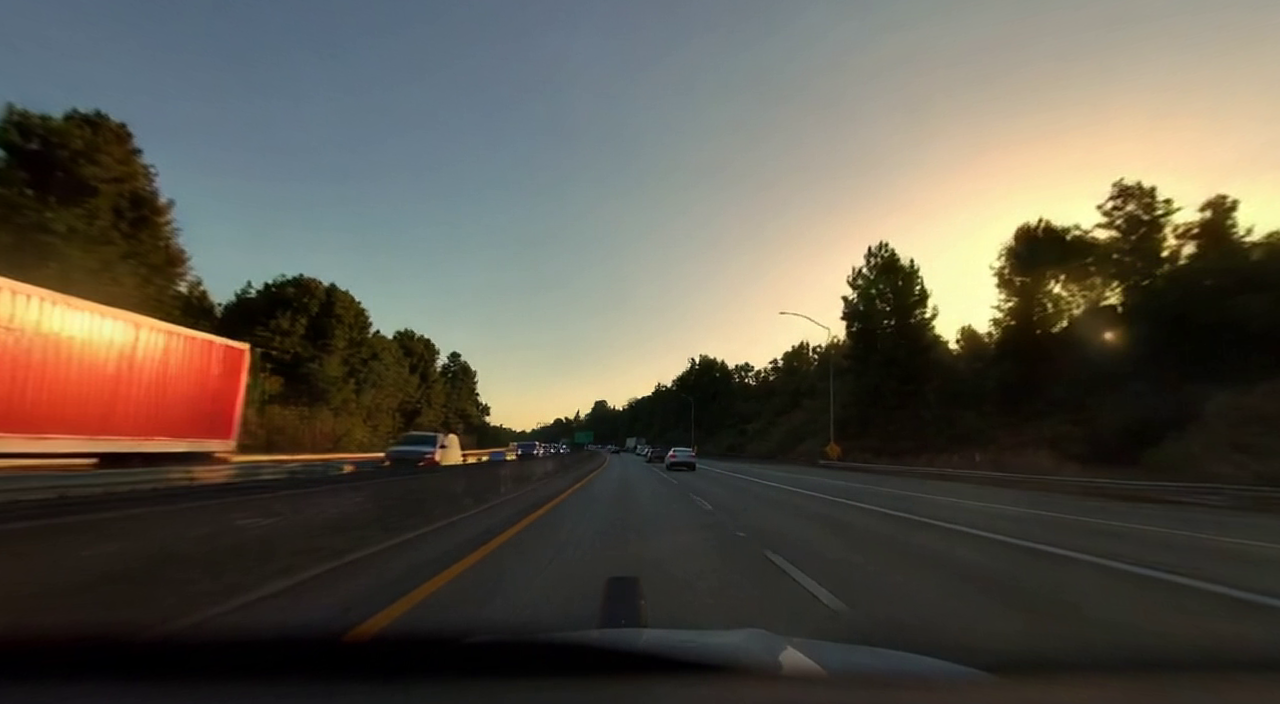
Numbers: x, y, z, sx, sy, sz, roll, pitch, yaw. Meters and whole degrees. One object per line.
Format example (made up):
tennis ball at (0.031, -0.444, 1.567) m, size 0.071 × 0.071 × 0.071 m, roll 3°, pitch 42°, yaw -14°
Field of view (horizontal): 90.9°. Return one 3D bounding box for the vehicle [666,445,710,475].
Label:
vehicle at (2.665, 6.124, 35.860) m, size 2.111 × 1.599 × 3.859 m, roll 0°, pitch -9°, yaw -2°

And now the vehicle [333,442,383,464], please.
vehicle at (-20.492, 7.334, 45.969) m, size 1.822 × 1.495 × 4.247 m, roll 1°, pitch -9°, yaw -4°

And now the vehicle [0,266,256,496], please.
vehicle at (-12.616, 0.999, 14.069) m, size 2.867 × 3.956 × 8.117 m, roll 0°, pitch -9°, yaw -1°

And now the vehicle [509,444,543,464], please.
vehicle at (-8.683, 7.773, 48.274) m, size 1.896 × 1.453 × 4.125 m, roll 0°, pitch -9°, yaw -1°

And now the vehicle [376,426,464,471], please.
vehicle at (-8.316, 3.722, 24.202) m, size 1.965 × 1.566 × 4.141 m, roll 0°, pitch -9°, yaw -2°
